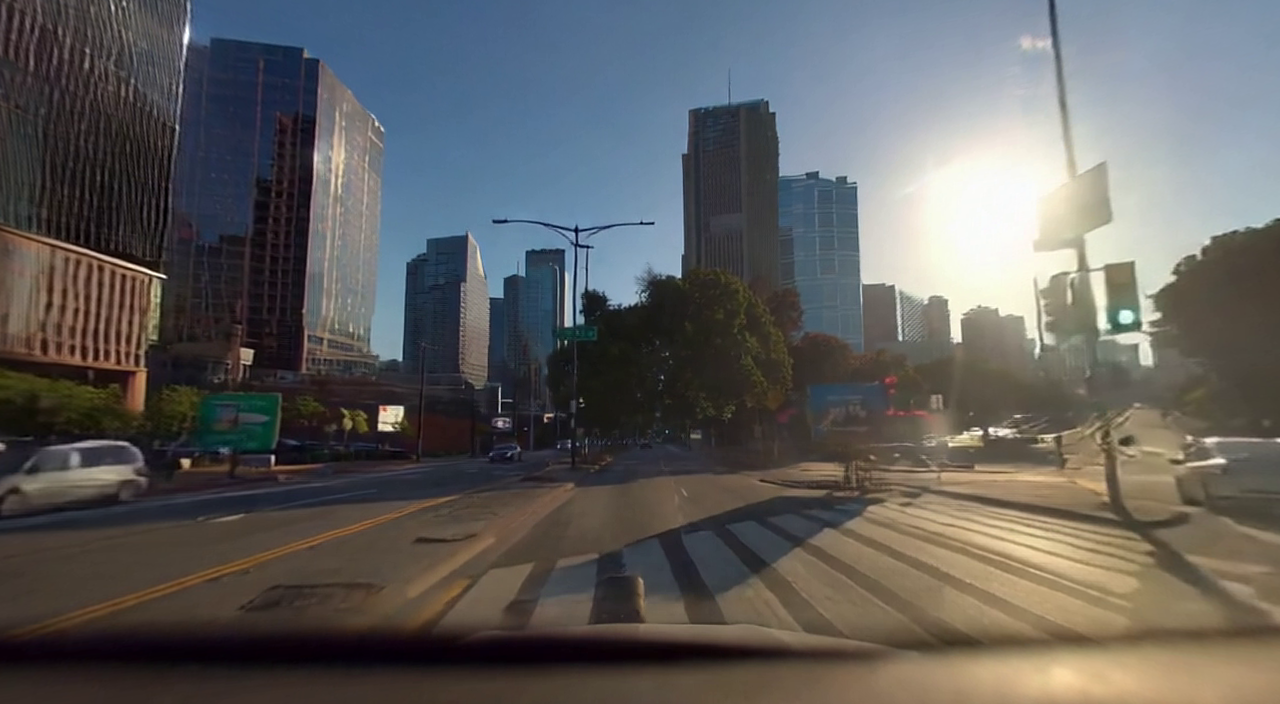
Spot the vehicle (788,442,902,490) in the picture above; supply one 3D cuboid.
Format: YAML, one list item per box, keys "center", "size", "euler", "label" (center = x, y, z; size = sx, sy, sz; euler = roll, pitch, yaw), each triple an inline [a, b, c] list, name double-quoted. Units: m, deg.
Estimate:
- center: [6.902, 3.878, 21.887]
  size: [2.675, 1.452, 4.213]
  euler: [0, -8, 3]
  label: "vehicle"

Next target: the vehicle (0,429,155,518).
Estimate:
- center: [-13.553, 2.614, 13.984]
  size: [1.979, 1.727, 4.489]
  euler: [0, -8, 1]
  label: "vehicle"

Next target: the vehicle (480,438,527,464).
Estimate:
- center: [-8.619, 6.274, 40.247]
  size: [1.905, 1.533, 4.419]
  euler: [0, -8, 1]
  label: "vehicle"

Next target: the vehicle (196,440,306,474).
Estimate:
- center: [-18.255, 4.913, 29.941]
  size: [2.448, 1.407, 4.308]
  euler: [-1, -7, 0]
  label: "vehicle"

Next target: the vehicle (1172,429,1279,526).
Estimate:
- center: [11.990, 2.267, 11.970]
  size: [2.023, 1.527, 5.016]
  euler: [-5, -10, 30]
  label: "vehicle"
